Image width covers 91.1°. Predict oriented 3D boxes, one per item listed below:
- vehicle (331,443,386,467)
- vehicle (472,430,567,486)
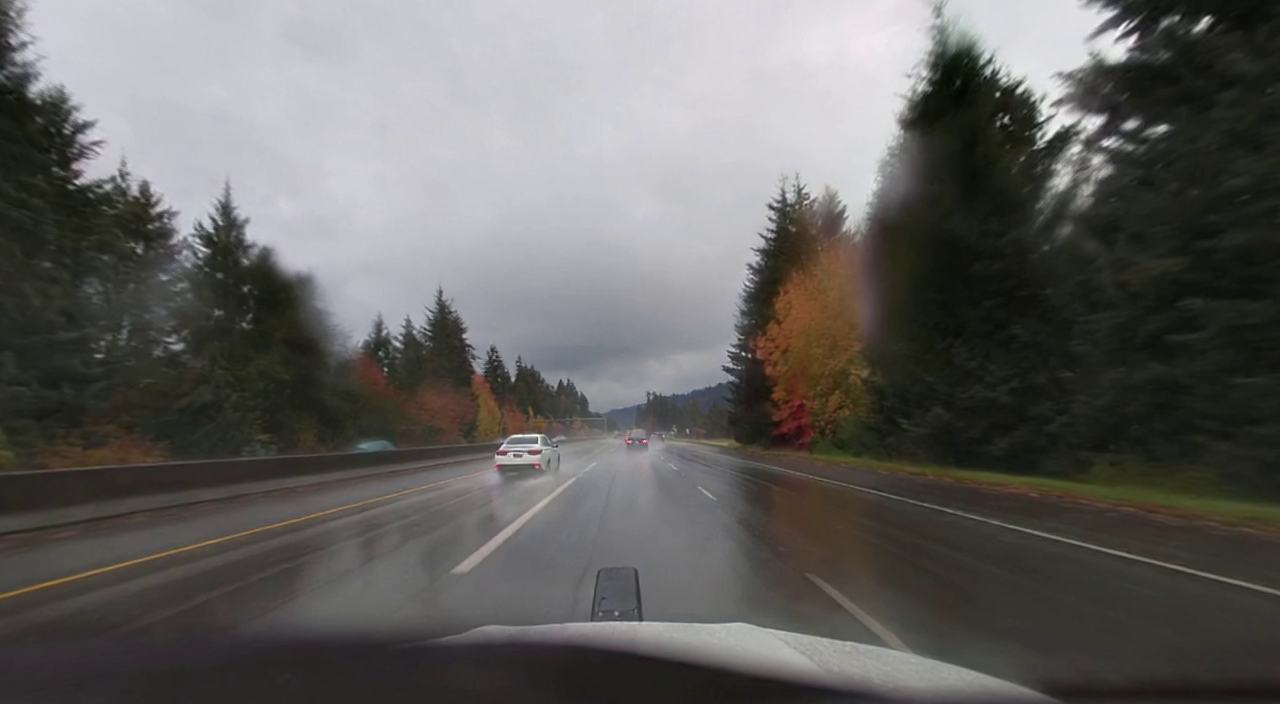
[{"bbox_3d":[-20.593,7.538,46.191,2.002,1.581,4.484,0,-8,0],"label":"vehicle"},{"bbox_3d":[-3.596,3.231,19.602,2.103,1.507,4.367,0,-8,0],"label":"vehicle"}]
